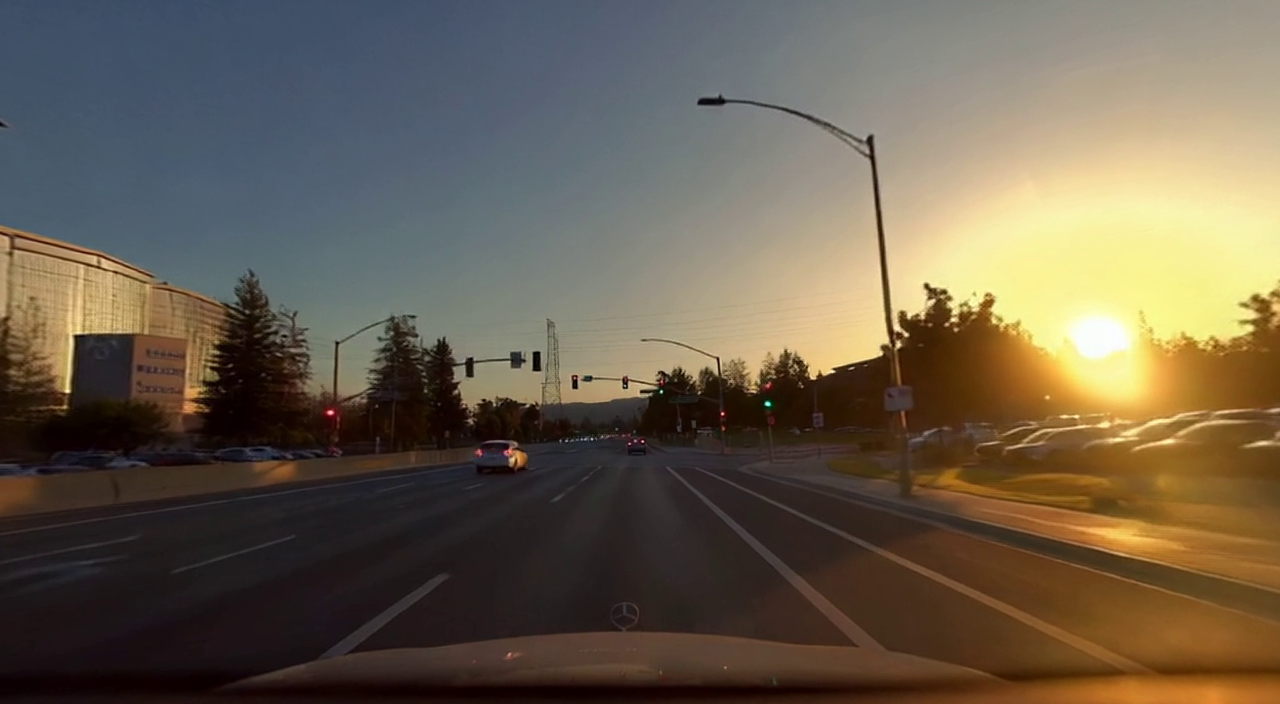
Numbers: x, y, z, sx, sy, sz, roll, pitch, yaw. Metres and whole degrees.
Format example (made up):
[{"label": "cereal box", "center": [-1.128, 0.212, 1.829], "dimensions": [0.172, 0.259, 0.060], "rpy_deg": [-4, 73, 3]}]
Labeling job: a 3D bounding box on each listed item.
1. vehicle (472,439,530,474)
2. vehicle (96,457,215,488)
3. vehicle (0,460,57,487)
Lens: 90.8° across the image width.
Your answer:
[{"label": "vehicle", "center": [-6.316, 4.782, 29.170], "dimensions": [1.928, 1.451, 4.219], "rpy_deg": [0, -8, -3]}, {"label": "vehicle", "center": [-24.743, 6.158, 32.363], "dimensions": [4.403, 1.465, 1.928], "rpy_deg": [0, -8, -3]}, {"label": "vehicle", "center": [-40.074, 7.909, 41.457], "dimensions": [1.856, 1.500, 4.721], "rpy_deg": [5, -10, -34]}]
